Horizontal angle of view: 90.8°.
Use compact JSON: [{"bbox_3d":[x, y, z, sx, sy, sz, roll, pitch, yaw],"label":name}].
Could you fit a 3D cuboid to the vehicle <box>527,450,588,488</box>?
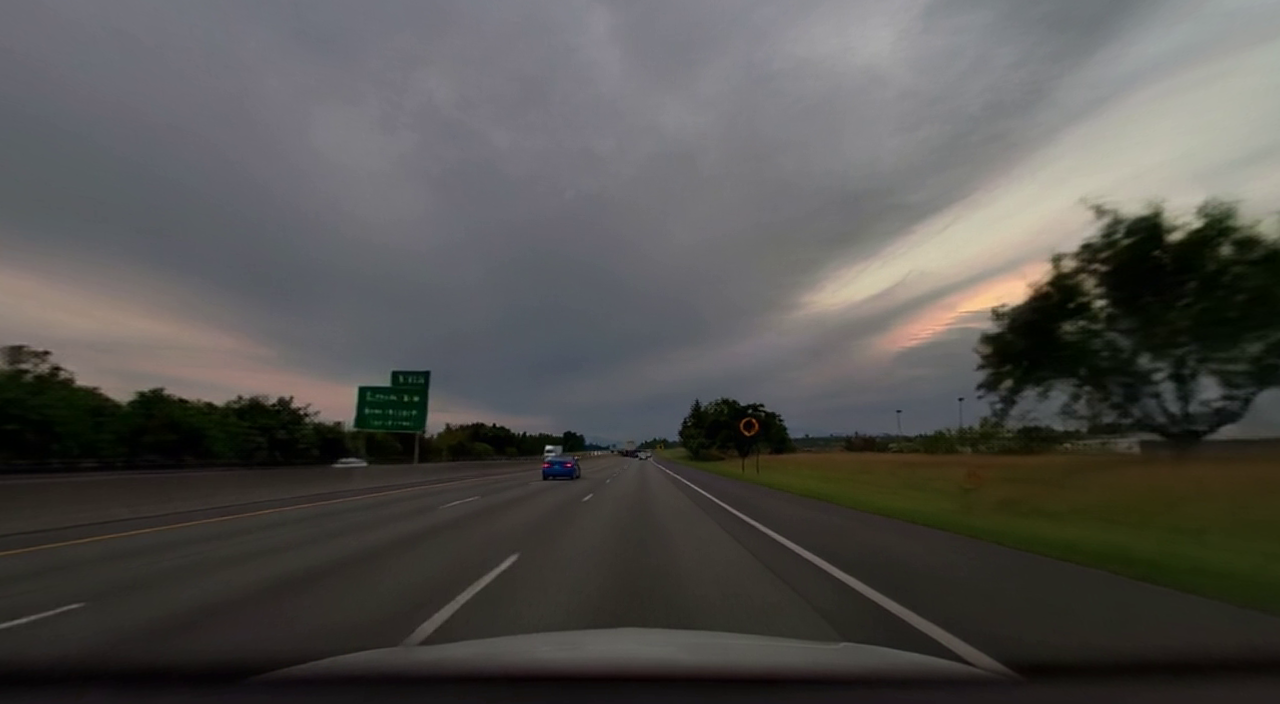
[{"bbox_3d":[-3.568,5.158,28.083,2.121,1.537,3.852,0,-9,1],"label":"vehicle"}]
